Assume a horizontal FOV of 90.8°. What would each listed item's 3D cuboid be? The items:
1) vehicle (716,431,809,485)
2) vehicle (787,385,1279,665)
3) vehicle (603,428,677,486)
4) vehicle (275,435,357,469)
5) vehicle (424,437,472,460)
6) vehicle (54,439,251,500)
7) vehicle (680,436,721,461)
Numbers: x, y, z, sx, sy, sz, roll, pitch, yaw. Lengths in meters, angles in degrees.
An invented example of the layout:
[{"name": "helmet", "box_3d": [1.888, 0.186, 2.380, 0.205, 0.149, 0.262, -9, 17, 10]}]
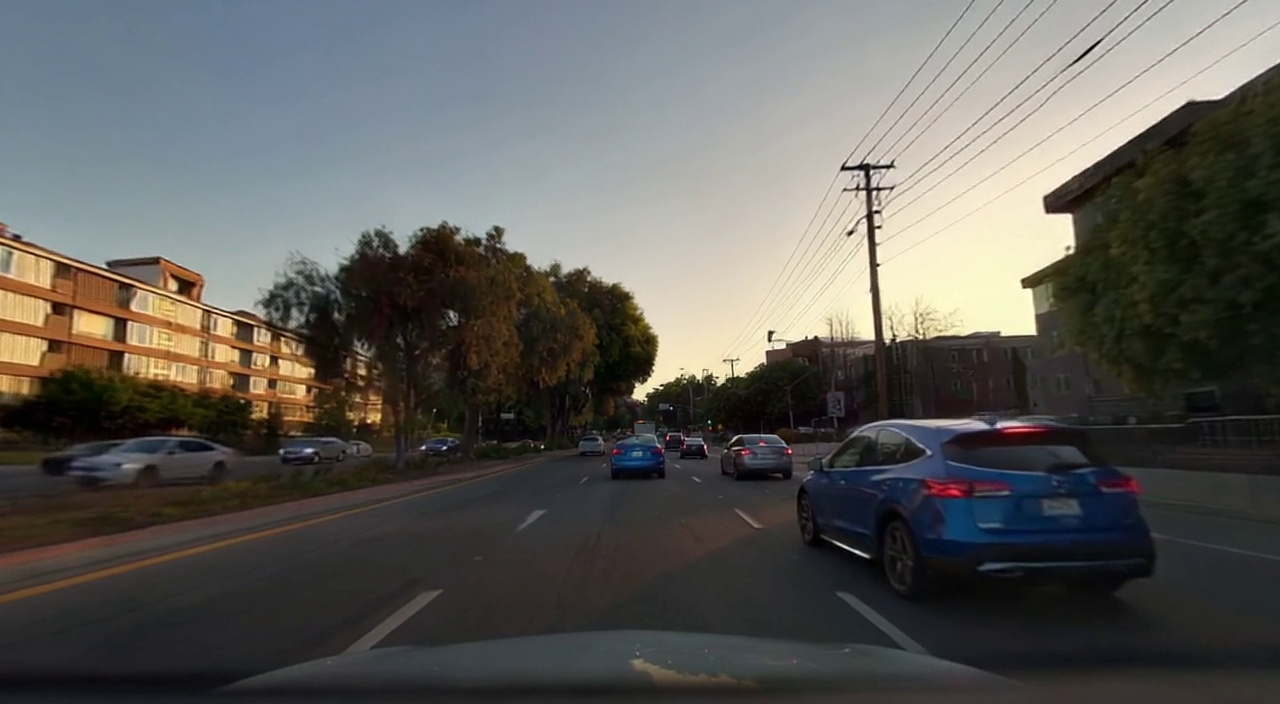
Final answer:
[{"name": "vehicle", "box_3d": [3.825, 3.403, 20.573, 2.086, 1.534, 4.351, 0, -8, -1]}, {"name": "vehicle", "box_3d": [3.131, 1.376, 6.205, 2.123, 1.657, 4.719, 0, -8, -2]}, {"name": "vehicle", "box_3d": [-0.018, 3.262, 19.846, 2.073, 1.606, 3.933, 0, -8, -1]}, {"name": "vehicle", "box_3d": [-17.068, 5.291, 33.607, 1.905, 1.634, 4.617, 0, -8, 0]}, {"name": "vehicle", "box_3d": [-13.973, 7.045, 46.282, 1.951, 1.538, 4.940, 0, -8, 1]}, {"name": "vehicle", "box_3d": [-13.272, 3.199, 17.671, 1.932, 1.455, 4.485, 0, -8, 0]}, {"name": "vehicle", "box_3d": [3.699, 5.990, 39.221, 2.054, 1.461, 4.321, 0, -8, -1]}]
